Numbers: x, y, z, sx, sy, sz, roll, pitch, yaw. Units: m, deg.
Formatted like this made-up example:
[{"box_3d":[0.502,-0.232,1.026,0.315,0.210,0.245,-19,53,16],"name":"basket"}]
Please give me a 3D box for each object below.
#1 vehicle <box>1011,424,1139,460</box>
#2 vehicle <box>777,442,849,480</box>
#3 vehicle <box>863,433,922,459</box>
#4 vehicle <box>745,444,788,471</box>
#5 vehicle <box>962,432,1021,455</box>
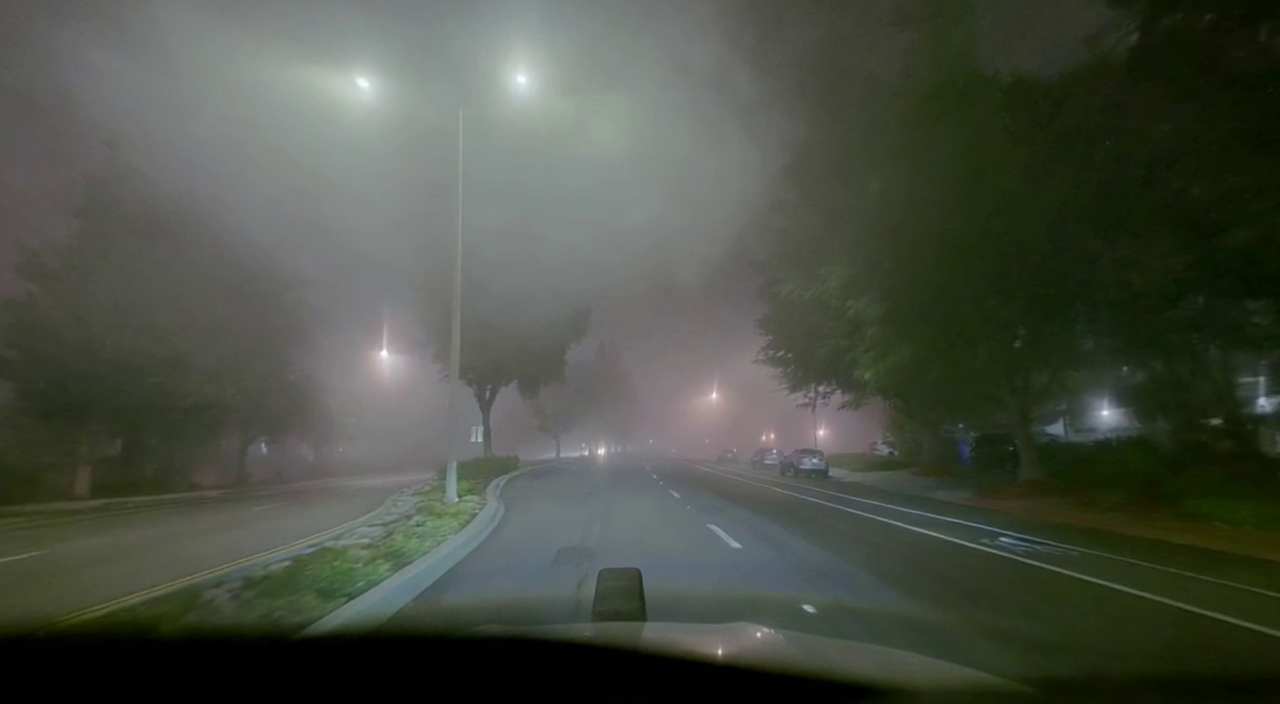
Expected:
[{"box_3d":[24.326,5.098,35.571,1.979,1.831,5.479,5,-10,-33],"name":"vehicle"},{"box_3d":[8.416,5.329,31.292,2.192,1.714,4.885,0,-9,0],"name":"vehicle"},{"box_3d":[18.187,6.792,45.808,2.018,1.755,5.379,0,-9,-1],"name":"vehicle"},{"box_3d":[8.650,7.224,43.543,1.990,1.728,4.597,0,-9,0],"name":"vehicle"},{"box_3d":[25.437,6.666,45.842,1.878,1.581,4.259,0,-9,1],"name":"vehicle"}]
